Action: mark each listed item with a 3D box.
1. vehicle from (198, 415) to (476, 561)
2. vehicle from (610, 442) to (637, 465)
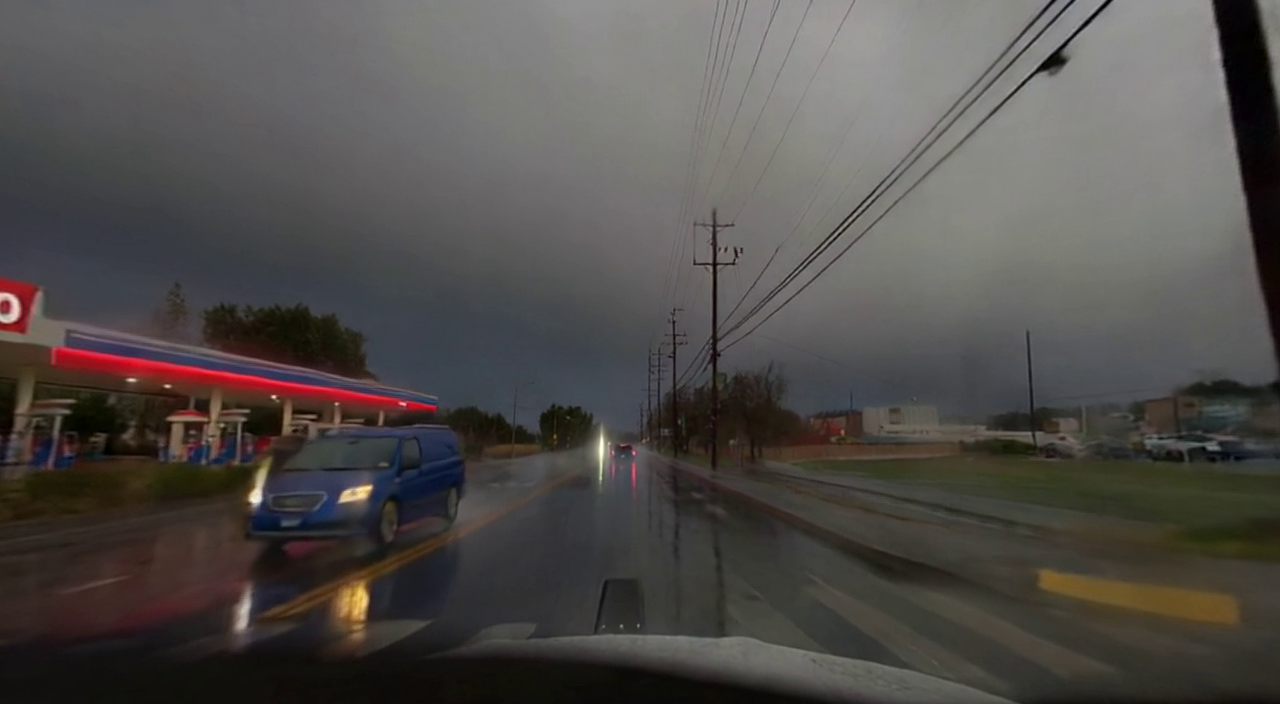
[{"bbox_3d":[-4.519,2.074,10.583,2.274,1.844,4.843,0,-8,-1],"label":"vehicle"},{"bbox_3d":[-1.236,7.787,48.756,2.000,1.663,4.271,0,-8,-1],"label":"vehicle"}]
